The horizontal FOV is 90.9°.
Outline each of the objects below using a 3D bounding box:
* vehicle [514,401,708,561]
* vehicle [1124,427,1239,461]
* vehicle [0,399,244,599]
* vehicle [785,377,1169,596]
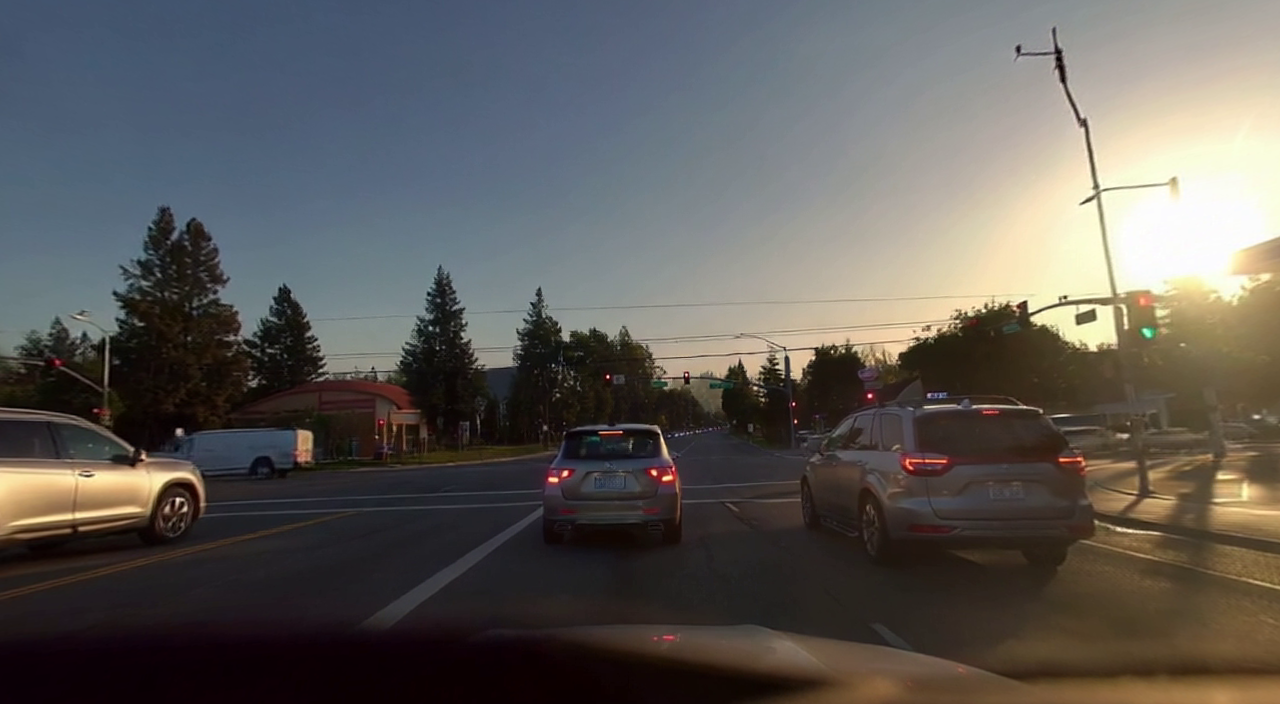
[{"bbox_3d":[-0.282,1.674,8.801,2.067,1.702,3.987,0,-8,1],"label":"vehicle"},{"bbox_3d":[24.281,4.125,28.310,4.007,1.420,1.719,2,-8,-12],"label":"vehicle"},{"bbox_3d":[-6.732,1.443,6.479,2.011,1.774,4.866,0,-8,2],"label":"vehicle"},{"bbox_3d":[3.257,1.413,7.388,2.083,1.779,4.347,0,-8,0],"label":"vehicle"}]
